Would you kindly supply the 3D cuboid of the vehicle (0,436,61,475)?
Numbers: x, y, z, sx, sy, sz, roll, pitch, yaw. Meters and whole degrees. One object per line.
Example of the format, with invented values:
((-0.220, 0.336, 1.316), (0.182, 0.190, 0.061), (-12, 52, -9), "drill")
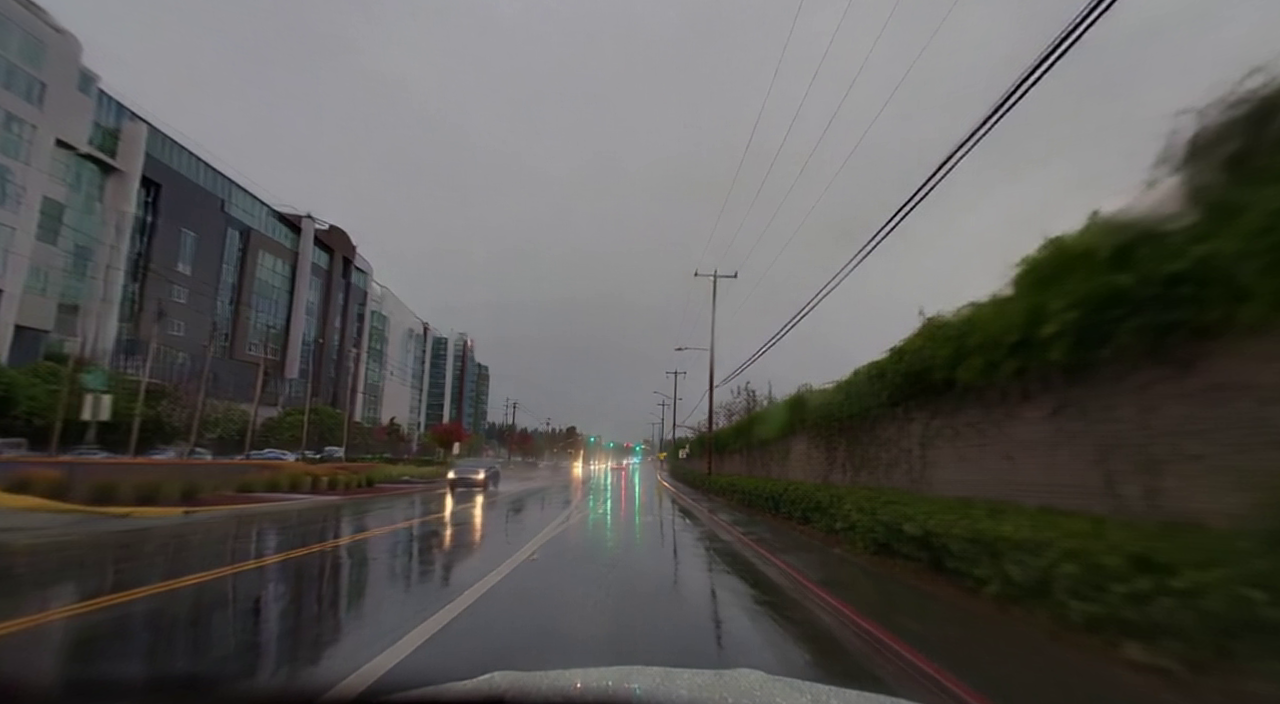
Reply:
((-28.536, 4.661, 28.188), (3.973, 1.647, 1.896), (-3, -11, 20), "vehicle")

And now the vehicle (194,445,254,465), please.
((-32.772, 8.121, 49.522), (3.977, 1.439, 1.775), (-3, -11, 20), "vehicle")

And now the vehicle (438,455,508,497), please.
((-6.759, 5.070, 25.795), (1.922, 1.540, 3.771), (1, -10, -2), "vehicle")

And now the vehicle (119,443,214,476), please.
((-26.238, 5.983, 34.809), (4.630, 1.710, 2.035), (-4, -11, 23), "vehicle")
